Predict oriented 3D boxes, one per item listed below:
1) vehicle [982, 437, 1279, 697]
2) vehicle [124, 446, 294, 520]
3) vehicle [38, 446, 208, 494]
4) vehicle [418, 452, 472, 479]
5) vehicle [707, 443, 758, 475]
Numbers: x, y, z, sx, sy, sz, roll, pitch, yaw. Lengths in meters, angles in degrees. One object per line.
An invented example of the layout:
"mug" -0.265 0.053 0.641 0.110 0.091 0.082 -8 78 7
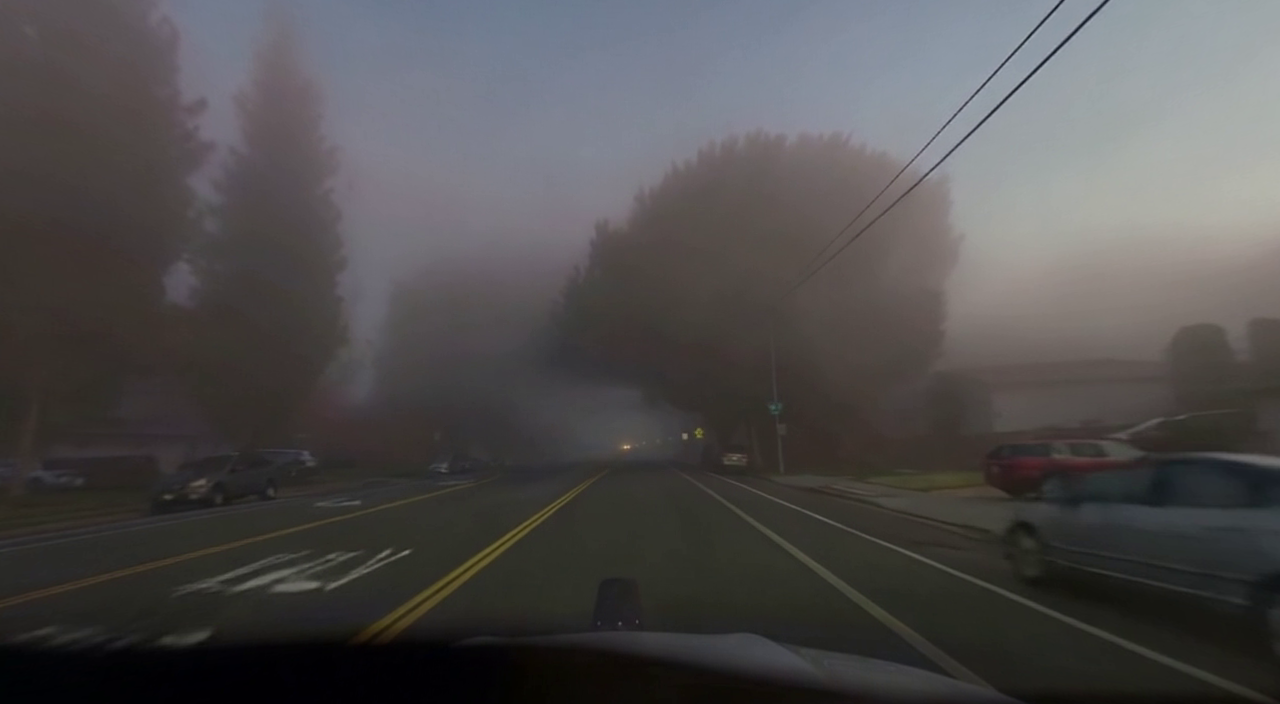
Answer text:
"vehicle" 4.612 1.354 4.508 1.970 1.455 4.233 0 -8 0
"vehicle" -12.688 3.815 19.056 2.049 1.782 4.460 -4 -8 0
"vehicle" -20.303 4.625 25.022 4.744 1.752 2.008 1 -9 -6
"vehicle" -12.340 7.161 40.208 1.940 1.452 4.485 -3 -9 1
"vehicle" 4.676 5.490 32.635 1.925 1.482 4.746 0 -8 0
